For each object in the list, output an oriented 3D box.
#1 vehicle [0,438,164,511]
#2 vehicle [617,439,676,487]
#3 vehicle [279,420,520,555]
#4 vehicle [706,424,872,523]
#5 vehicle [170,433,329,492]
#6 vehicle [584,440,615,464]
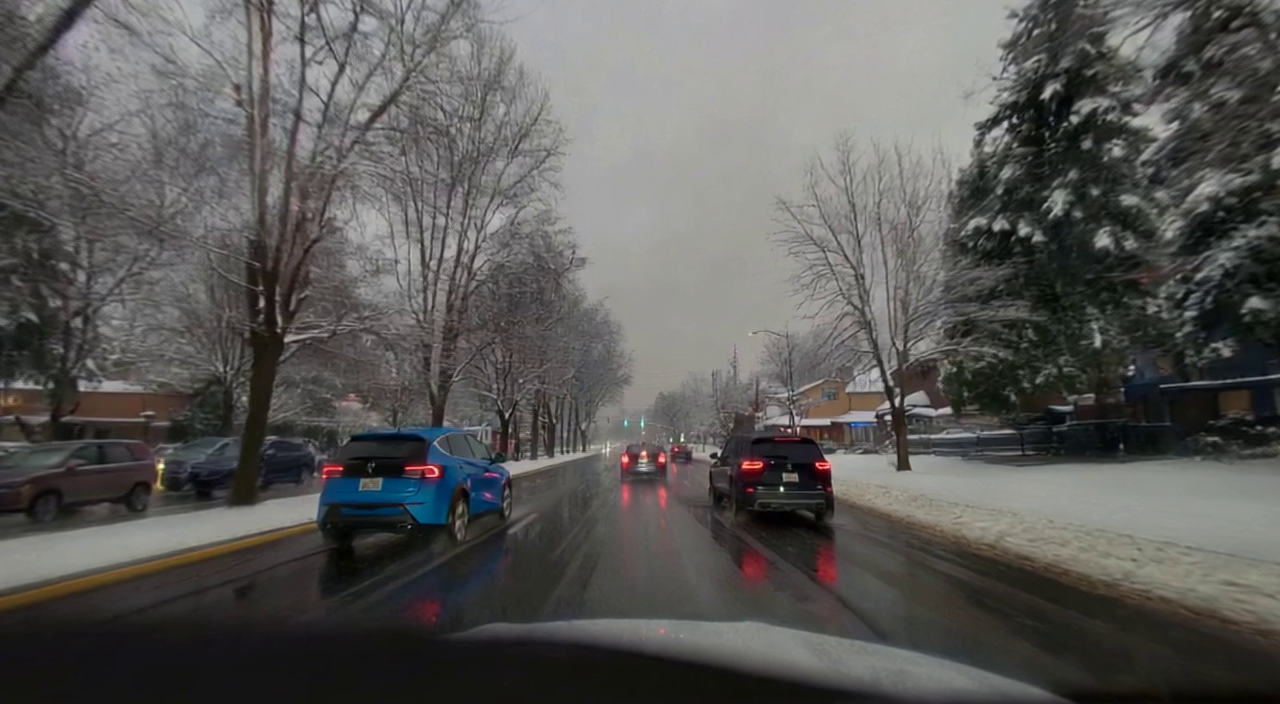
[{"bbox_3d":[-16.120,3.205,16.850,2.318,1.684,5.150,-3,-8,9],"label":"vehicle"},{"bbox_3d":[0.226,3.917,22.546,1.922,1.579,3.642,0,-8,0],"label":"vehicle"},{"bbox_3d":[-3.521,2.074,10.426,2.043,1.687,4.676,0,-8,1],"label":"vehicle"},{"bbox_3d":[2.894,2.496,13.469,2.280,1.747,4.361,1,-8,-3],"label":"vehicle"},{"bbox_3d":[-12.477,3.563,20.635,1.928,1.675,4.900,0,-8,2],"label":"vehicle"},{"bbox_3d":[-3.135,7.795,49.399,2.014,1.755,4.360,0,-8,1],"label":"vehicle"}]
